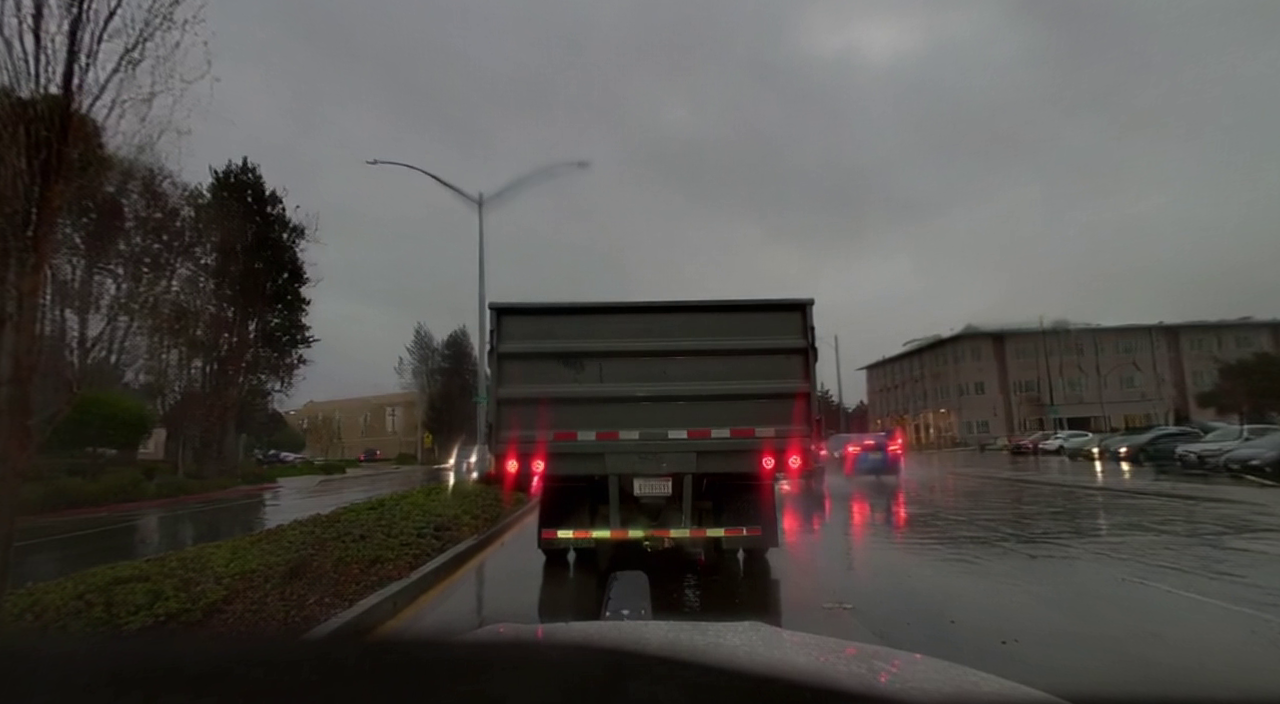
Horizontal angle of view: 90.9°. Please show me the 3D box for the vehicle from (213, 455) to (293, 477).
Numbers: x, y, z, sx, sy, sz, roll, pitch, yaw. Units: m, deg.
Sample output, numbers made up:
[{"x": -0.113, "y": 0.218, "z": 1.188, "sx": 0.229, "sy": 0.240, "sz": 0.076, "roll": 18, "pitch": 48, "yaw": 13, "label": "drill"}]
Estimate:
[{"x": -26.862, "y": 7.908, "z": 43.832, "sx": 4.409, "sy": 1.446, "sz": 1.862, "roll": -1, "pitch": -8, "yaw": 6, "label": "vehicle"}]

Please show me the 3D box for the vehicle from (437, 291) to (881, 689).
[{"x": 0.264, "y": 1.317, "z": 7.399, "sx": 2.650, "sy": 2.391, "sz": 7.008, "roll": -1, "pitch": -8, "yaw": 3, "label": "vehicle"}]

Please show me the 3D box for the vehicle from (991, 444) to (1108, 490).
[{"x": 14.288, "y": 3.995, "z": 22.279, "sx": 1.702, "sy": 1.475, "sz": 3.670, "roll": -1, "pitch": -8, "yaw": 1, "label": "vehicle"}]

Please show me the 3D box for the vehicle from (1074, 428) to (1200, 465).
[{"x": 23.115, "y": 4.392, "z": 29.448, "sx": 4.171, "sy": 1.614, "sz": 1.894, "roll": -1, "pitch": -8, "yaw": 1, "label": "vehicle"}]

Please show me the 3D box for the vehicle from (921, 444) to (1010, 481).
[{"x": 14.154, "y": 4.799, "z": 27.731, "sx": 1.777, "sy": 1.488, "sz": 4.081, "roll": -1, "pitch": -8, "yaw": 1, "label": "vehicle"}]
